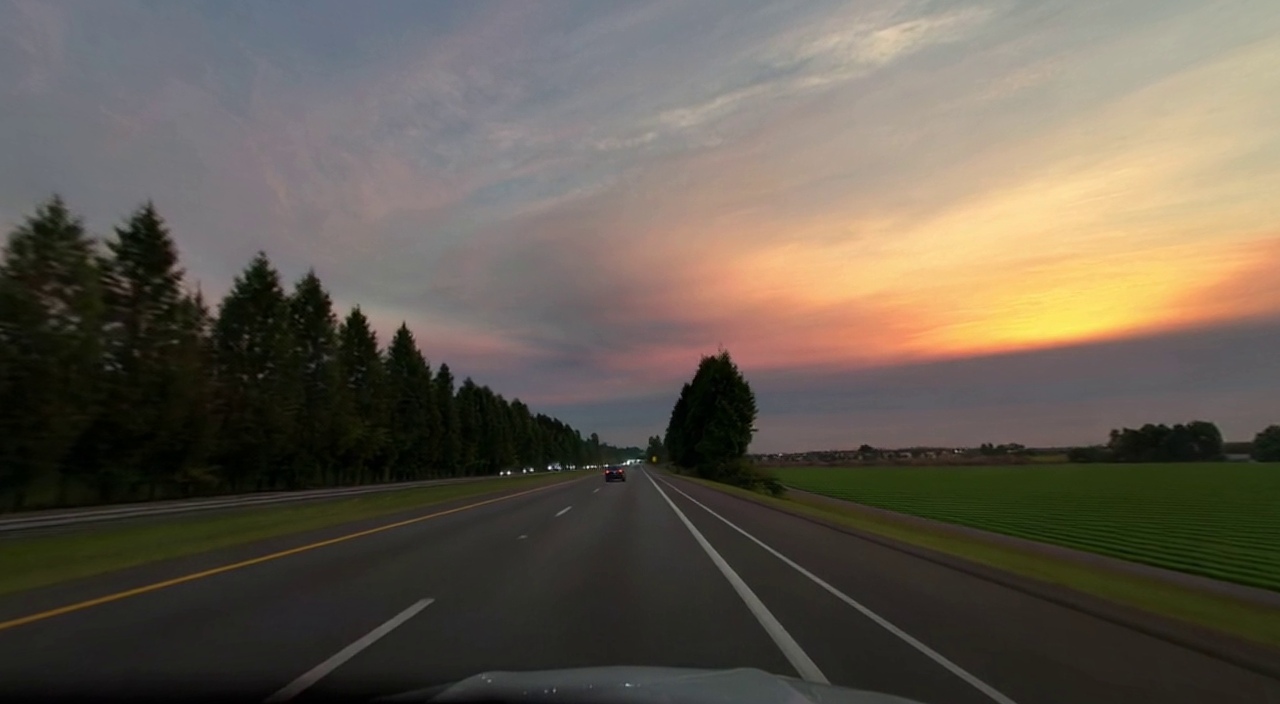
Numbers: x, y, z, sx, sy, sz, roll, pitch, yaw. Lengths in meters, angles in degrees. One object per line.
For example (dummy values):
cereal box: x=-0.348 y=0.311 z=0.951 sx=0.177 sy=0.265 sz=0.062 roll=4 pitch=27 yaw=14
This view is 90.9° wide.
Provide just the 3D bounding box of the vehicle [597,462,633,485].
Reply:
vehicle: x=-1.600 y=8.154 z=42.440 sx=2.183 sy=1.435 sz=4.653 roll=1 pitch=-10 yaw=0
